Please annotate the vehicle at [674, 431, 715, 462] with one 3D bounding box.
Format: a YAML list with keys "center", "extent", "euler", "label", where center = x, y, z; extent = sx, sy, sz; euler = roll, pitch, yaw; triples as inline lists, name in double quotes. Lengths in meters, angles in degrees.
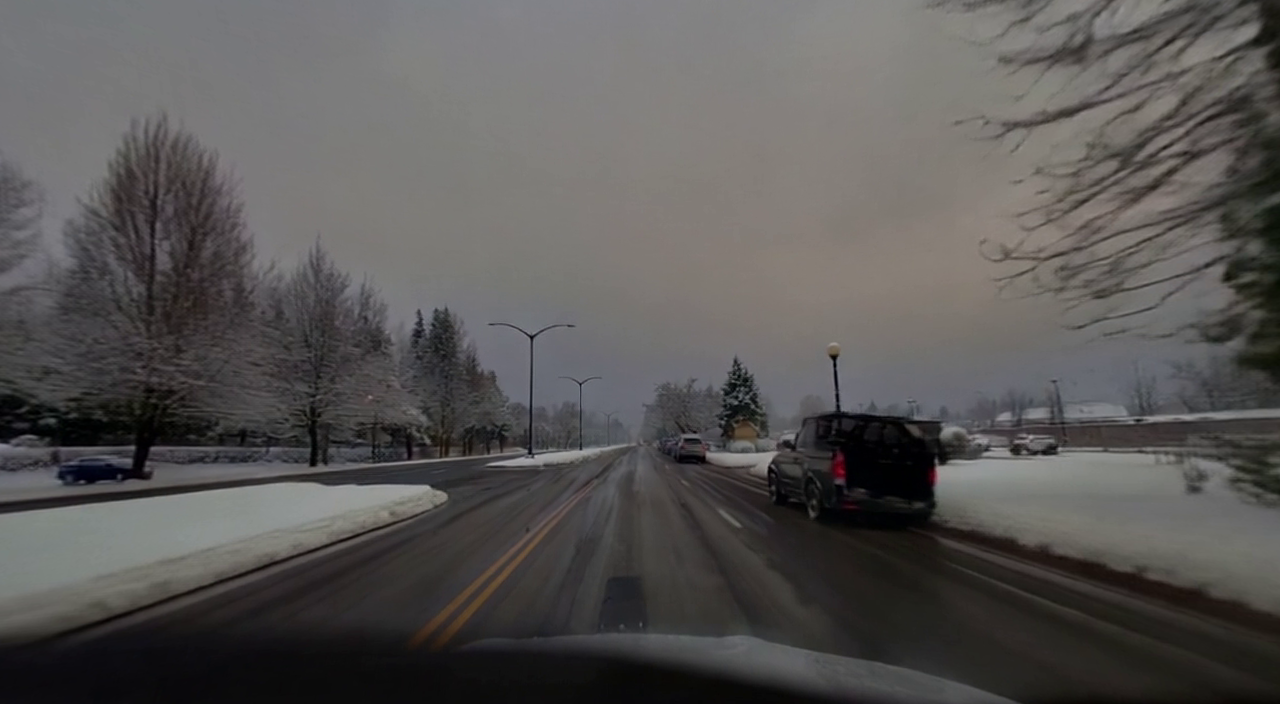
- center: [3.456, 6.076, 40.534]
  extent: [2.144, 1.848, 4.159]
  euler: [0, -8, -2]
  label: "vehicle"

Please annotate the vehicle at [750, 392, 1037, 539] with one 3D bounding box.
- center: [3.799, 1.862, 11.010]
  extent: [2.493, 1.896, 5.433]
  euler: [0, -8, -3]
  label: "vehicle"

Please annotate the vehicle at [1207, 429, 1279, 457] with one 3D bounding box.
- center: [38.484, 5.645, 39.350]
  extent: [1.870, 1.514, 4.544]
  euler: [-5, -8, -1]
  label: "vehicle"

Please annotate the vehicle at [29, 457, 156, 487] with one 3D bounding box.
- center: [-29.045, 6.376, 33.565]
  extent: [4.719, 1.433, 1.995]
  euler: [0, -8, -5]
  label: "vehicle"
